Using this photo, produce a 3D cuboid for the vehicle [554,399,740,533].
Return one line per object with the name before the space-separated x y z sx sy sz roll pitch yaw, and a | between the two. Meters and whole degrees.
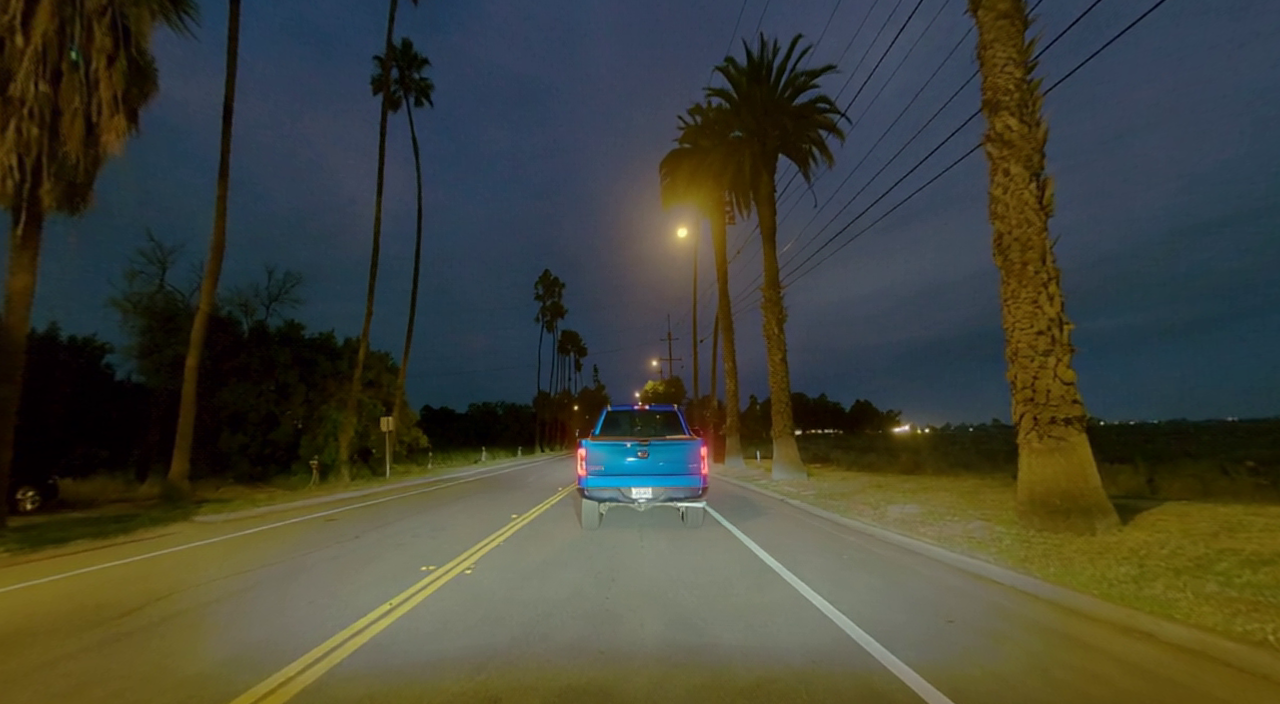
vehicle | 0.056 2.155 12.497 2.803 2.005 5.885 0 -8 -1
